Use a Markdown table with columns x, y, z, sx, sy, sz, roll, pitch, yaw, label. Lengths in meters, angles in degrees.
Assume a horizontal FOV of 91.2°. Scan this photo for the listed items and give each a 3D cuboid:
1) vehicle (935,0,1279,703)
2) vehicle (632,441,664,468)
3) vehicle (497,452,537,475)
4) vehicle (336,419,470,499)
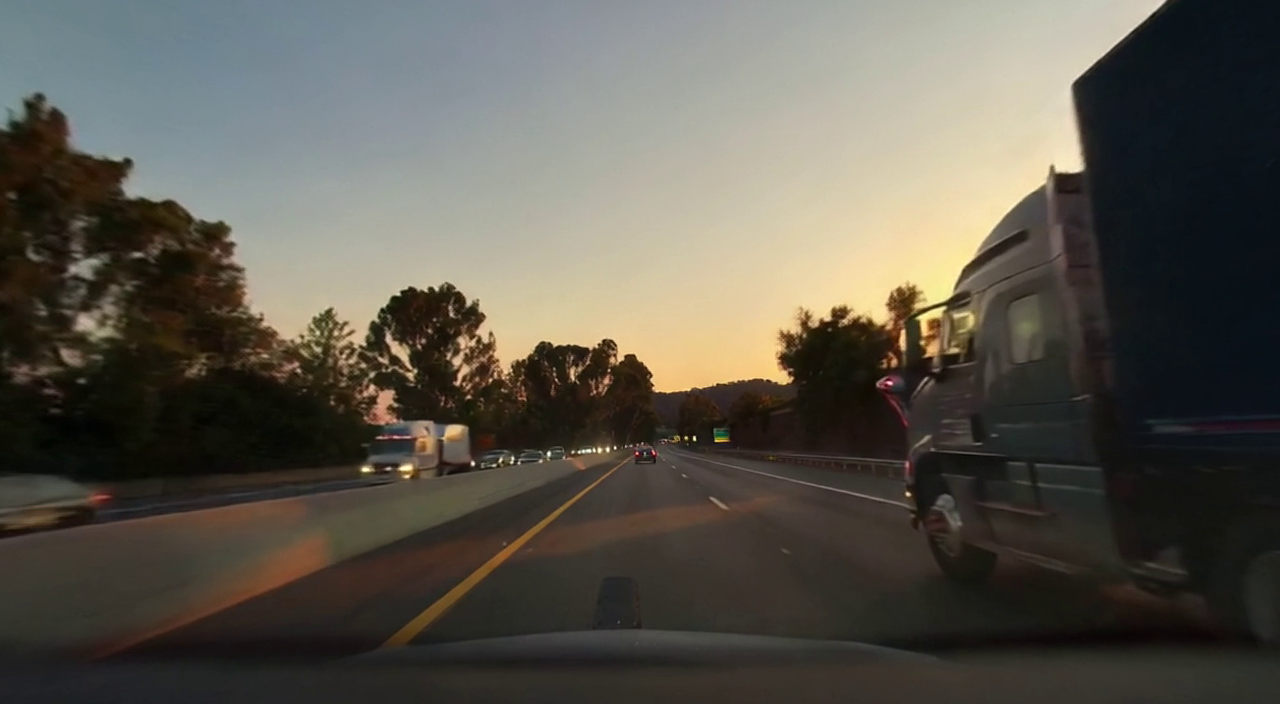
| x | y | z | sx | sy | sz | roll | pitch | yaw | label |
| --- | --- | --- | --- | --- | --- | --- | --- | --- | --- |
| 4.666 | -0.302 | 3.047 | 2.961 | 3.994 | 6.537 | -1 | -9 | -1 | vehicle |
| 0.543 | 7.077 | 43.392 | 2.098 | 1.692 | 4.038 | 0 | -9 | 0 | vehicle |
| -8.459 | 7.698 | 43.388 | 1.911 | 1.493 | 4.149 | 0 | -9 | 1 | vehicle |
| -9.000 | 4.189 | 24.883 | 2.380 | 2.679 | 7.252 | 0 | -9 | 1 | vehicle |
